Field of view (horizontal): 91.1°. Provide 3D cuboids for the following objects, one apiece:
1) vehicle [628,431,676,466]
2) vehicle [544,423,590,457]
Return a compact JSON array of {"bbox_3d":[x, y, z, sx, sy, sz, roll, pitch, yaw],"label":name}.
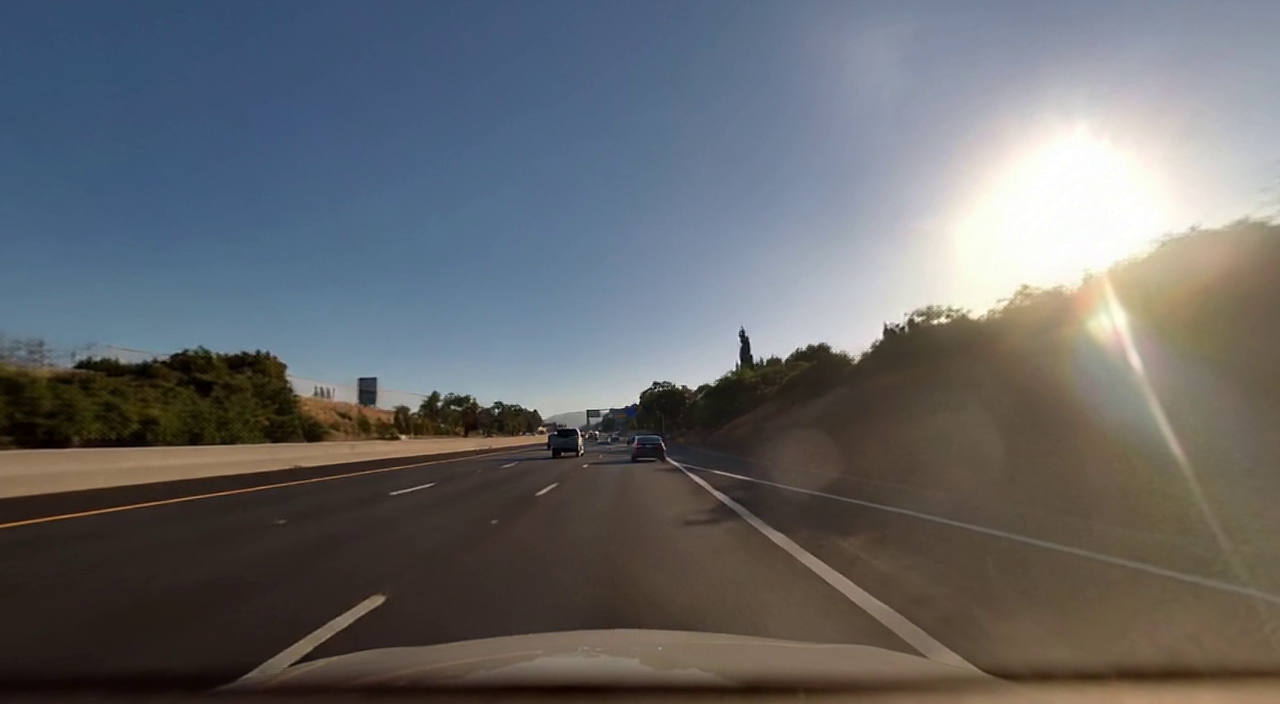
[{"bbox_3d":[0.466,4.385,28.877,1.948,1.470,3.913,0,-8,-3],"label":"vehicle"},{"bbox_3d":[-4.334,5.322,38.071,2.251,1.938,4.708,0,-8,0],"label":"vehicle"}]
